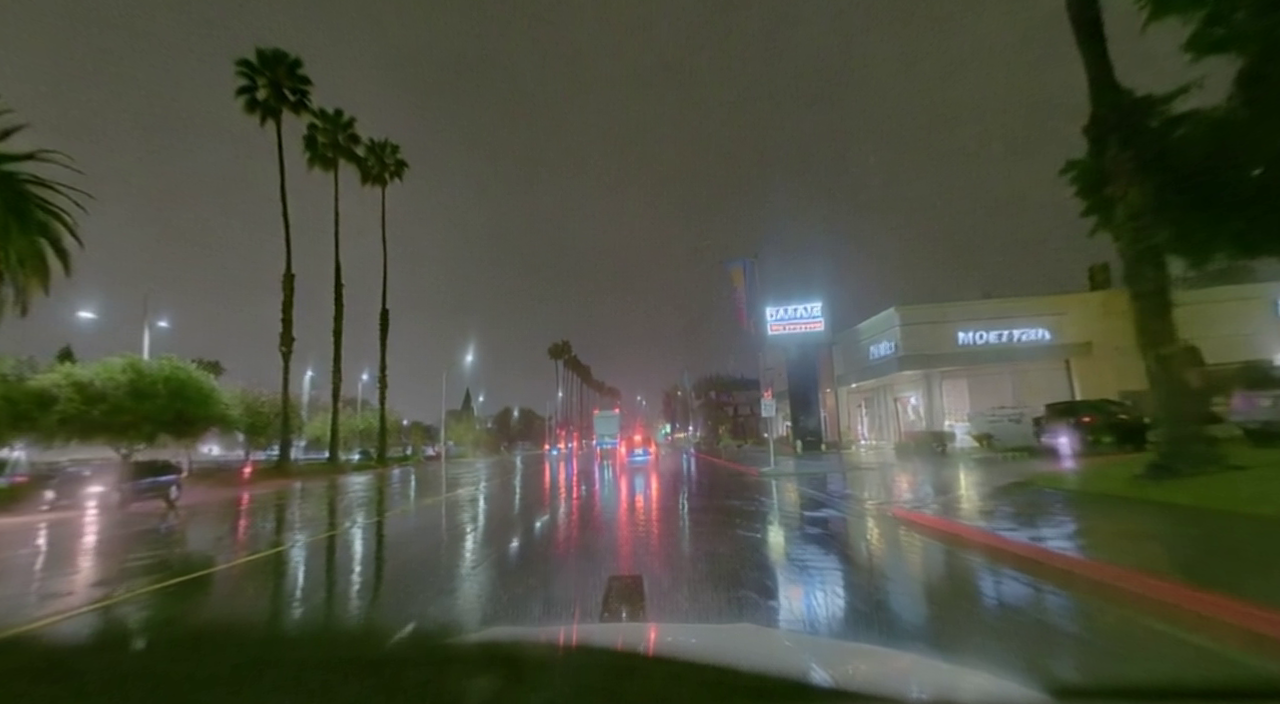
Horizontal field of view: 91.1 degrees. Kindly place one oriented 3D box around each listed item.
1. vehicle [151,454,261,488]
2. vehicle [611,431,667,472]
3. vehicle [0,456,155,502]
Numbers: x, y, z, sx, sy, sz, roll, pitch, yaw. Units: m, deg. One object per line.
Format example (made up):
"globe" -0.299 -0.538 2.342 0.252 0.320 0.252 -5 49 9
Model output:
"vehicle" -21.750 5.962 31.727 4.320 1.496 2.046 4 -10 -29
"vehicle" -0.018 4.088 25.974 2.144 1.514 4.063 -1 -8 1
"vehicle" -21.511 4.777 23.802 4.440 1.498 2.001 2 -9 -20
